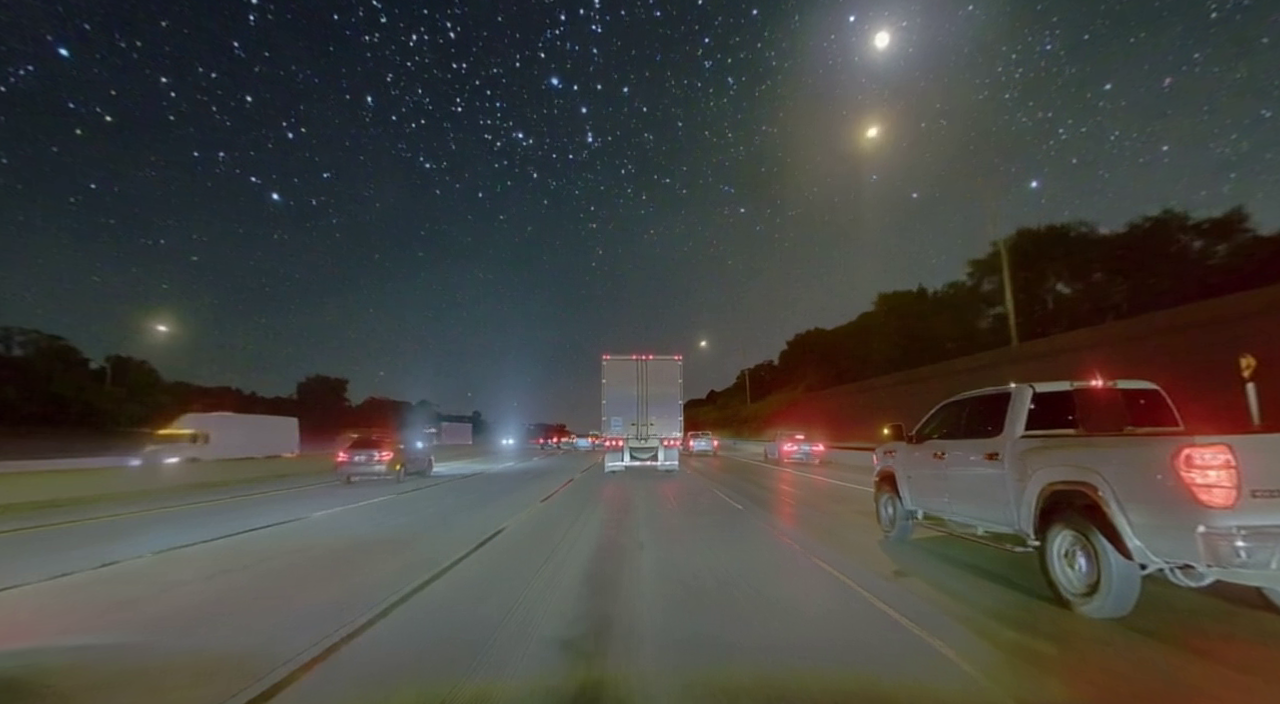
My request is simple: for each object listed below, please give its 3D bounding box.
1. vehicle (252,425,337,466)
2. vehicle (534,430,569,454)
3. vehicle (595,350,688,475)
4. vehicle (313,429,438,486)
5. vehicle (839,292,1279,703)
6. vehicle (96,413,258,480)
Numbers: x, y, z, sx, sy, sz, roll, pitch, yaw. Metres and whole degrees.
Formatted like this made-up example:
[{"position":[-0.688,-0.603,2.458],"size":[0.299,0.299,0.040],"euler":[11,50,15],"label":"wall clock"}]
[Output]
[{"position":[-24.174,6.561,44.328],"size":[2.395,2.623,6.450],"euler":[0,-8,-1],"label":"vehicle"},{"position":[-6.424,6.560,46.062],"size":[2.134,1.650,4.133],"euler":[0,-8,-3],"label":"vehicle"},{"position":[-0.244,2.584,25.043],"size":[2.904,3.915,10.473],"euler":[0,-8,-3],"label":"vehicle"},{"position":[-7.782,3.114,18.960],"size":[2.059,1.500,4.001],"euler":[0,-8,-1],"label":"vehicle"},{"position":[3.532,0.980,5.057],"size":[2.118,1.832,4.901],"euler":[0,-8,-2],"label":"vehicle"},{"position":[-19.511,4.011,27.033],"size":[2.310,2.527,6.025],"euler":[0,-8,0],"label":"vehicle"}]
